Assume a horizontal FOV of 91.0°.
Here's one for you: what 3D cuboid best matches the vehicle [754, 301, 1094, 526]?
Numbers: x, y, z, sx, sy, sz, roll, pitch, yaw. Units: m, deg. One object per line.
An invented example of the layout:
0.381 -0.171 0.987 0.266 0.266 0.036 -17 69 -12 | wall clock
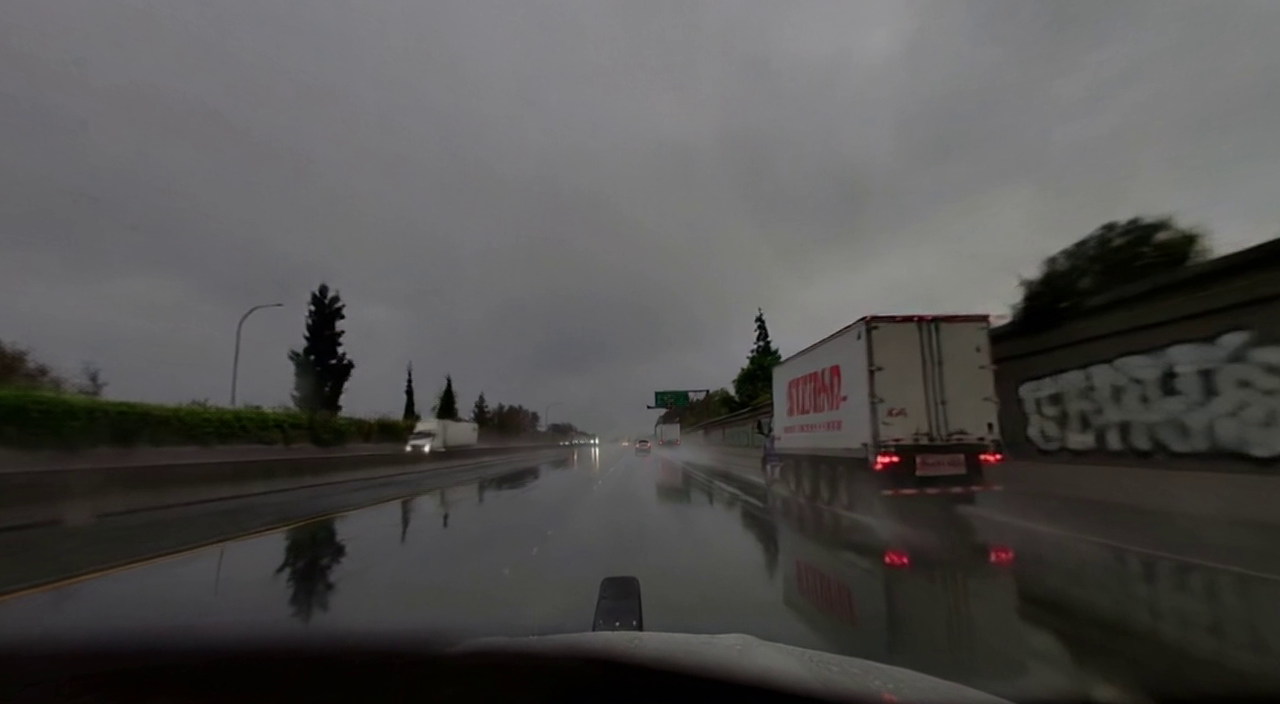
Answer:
5.312 1.634 15.033 2.949 3.470 10.539 0 -8 -1 | vehicle
